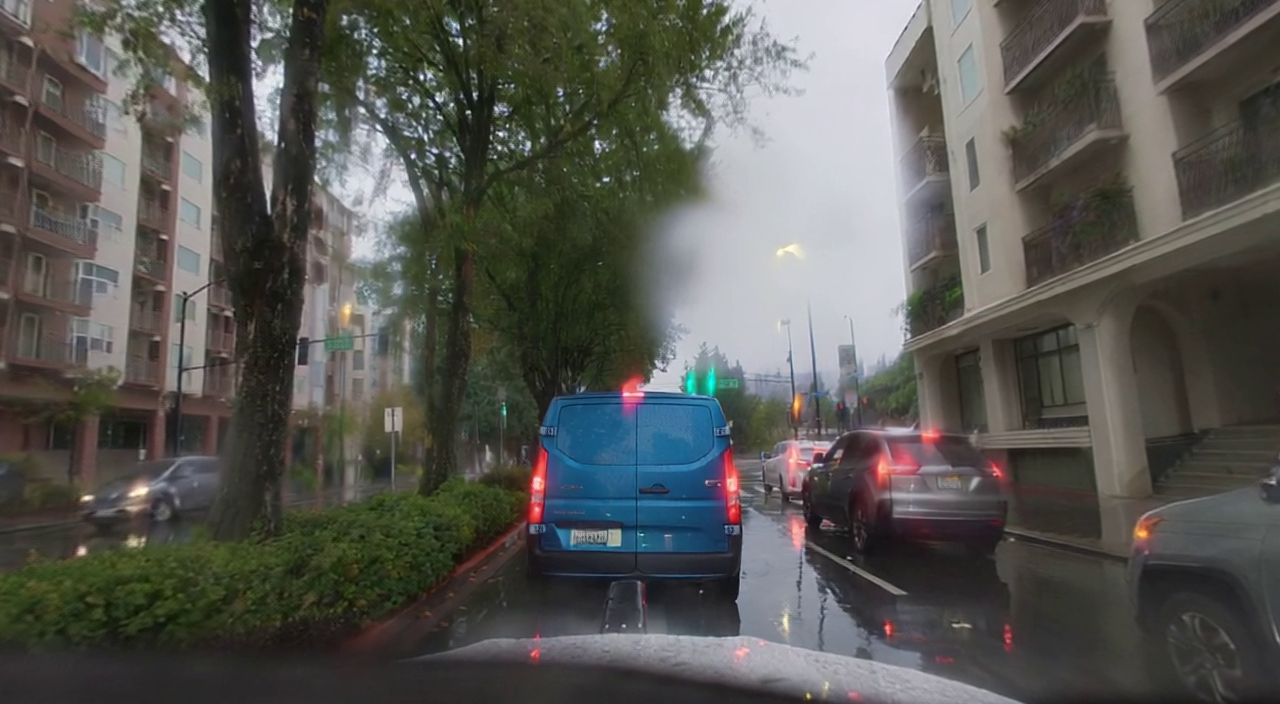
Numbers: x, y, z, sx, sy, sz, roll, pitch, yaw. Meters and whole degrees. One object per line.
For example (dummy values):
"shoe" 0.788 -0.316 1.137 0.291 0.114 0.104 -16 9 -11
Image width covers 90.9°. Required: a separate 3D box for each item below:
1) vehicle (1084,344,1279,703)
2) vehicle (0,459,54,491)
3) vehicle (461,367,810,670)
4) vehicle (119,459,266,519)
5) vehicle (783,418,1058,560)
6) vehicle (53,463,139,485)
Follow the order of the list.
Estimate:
"vehicle" 3.806 0.700 1.738 2.157 1.748 4.130 0 -9 1
"vehicle" -35.476 6.833 35.156 3.843 1.680 1.782 -1 -9 4
"vehicle" -0.025 1.326 6.040 2.101 1.828 4.270 0 -9 0
"vehicle" -13.423 4.076 19.308 1.852 1.485 4.428 1 -9 -10
"vehicle" 3.922 2.006 10.014 2.061 1.676 4.734 0 -9 -2
"vehicle" -38.464 8.628 44.636 4.396 1.458 1.809 -1 -9 2
